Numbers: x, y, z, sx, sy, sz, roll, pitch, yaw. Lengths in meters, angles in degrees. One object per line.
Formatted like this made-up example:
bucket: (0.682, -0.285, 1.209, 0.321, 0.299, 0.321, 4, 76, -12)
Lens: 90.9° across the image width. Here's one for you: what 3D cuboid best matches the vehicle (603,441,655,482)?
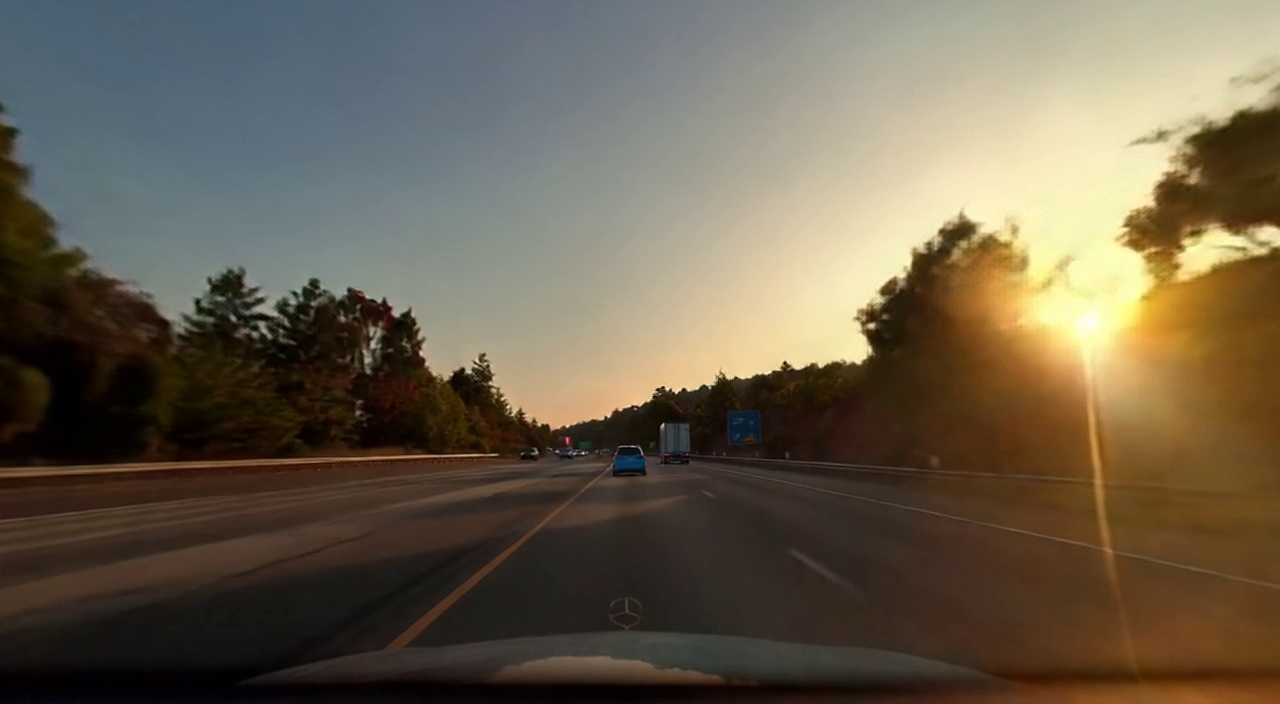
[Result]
vehicle: (-0.482, 4.951, 28.771, 2.190, 1.706, 4.062, 0, -9, -1)
